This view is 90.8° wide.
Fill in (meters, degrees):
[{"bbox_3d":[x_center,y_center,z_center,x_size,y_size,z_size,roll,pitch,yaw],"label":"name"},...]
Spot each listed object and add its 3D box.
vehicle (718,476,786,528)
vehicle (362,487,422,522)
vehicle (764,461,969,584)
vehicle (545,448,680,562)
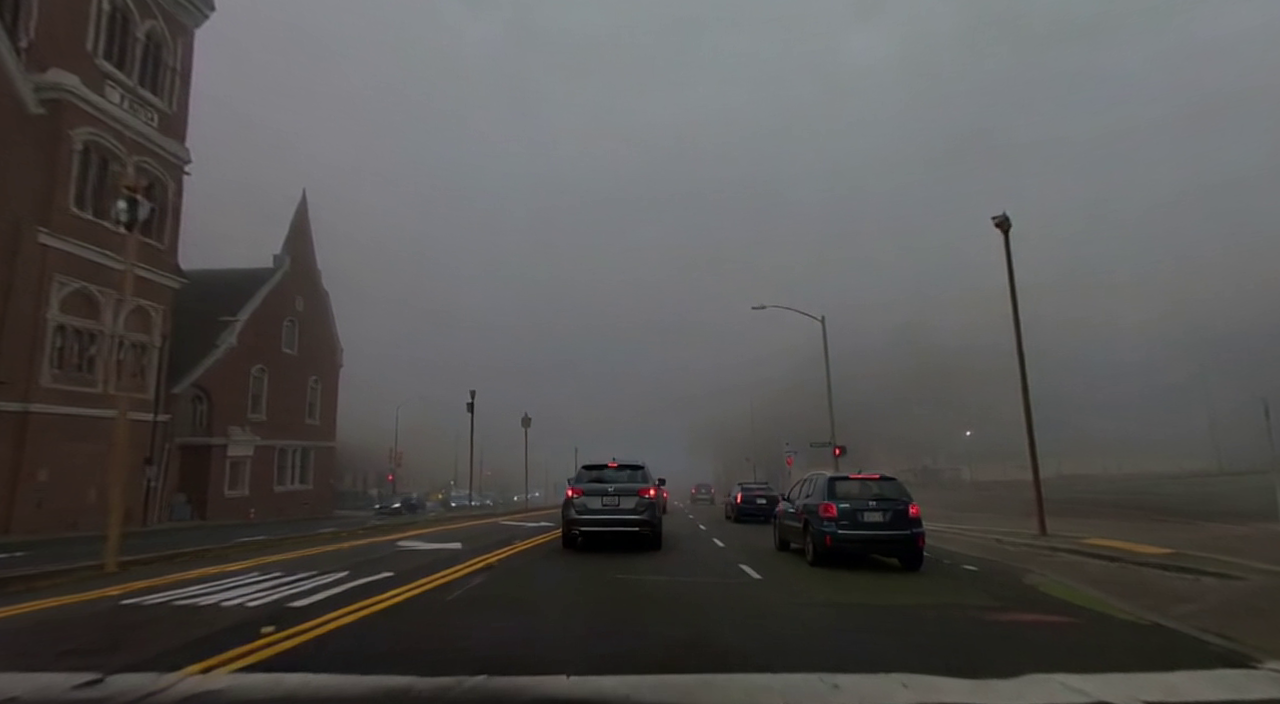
[{"bbox_3d":[4.054,5.493,23.509,1.890,1.491,4.166,0,-8,2],"label":"vehicle"},{"bbox_3d":[-15.874,9.786,40.717,1.901,1.532,4.733,-1,-6,1],"label":"vehicle"},{"bbox_3d":[3.420,2.631,10.591,1.883,1.472,4.471,0,-8,2],"label":"vehicle"},{"bbox_3d":[-0.407,2.790,12.307,2.168,1.776,4.135,0,-8,1],"label":"vehicle"}]
